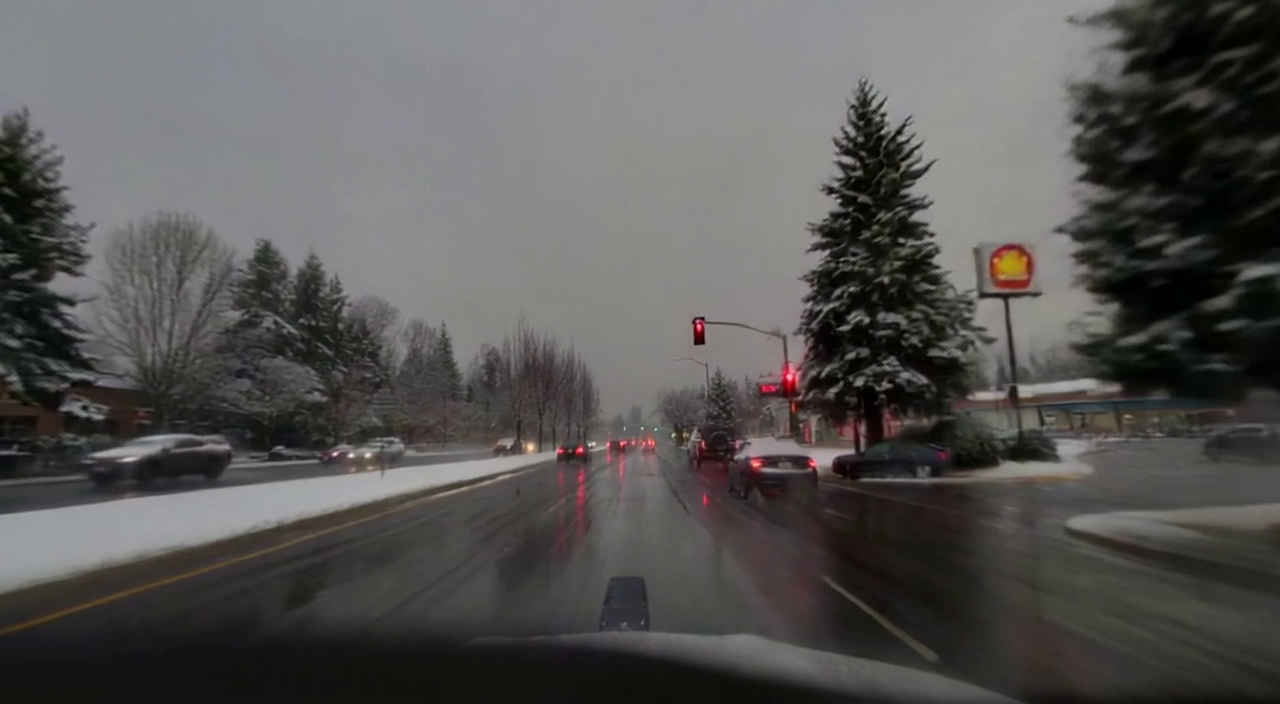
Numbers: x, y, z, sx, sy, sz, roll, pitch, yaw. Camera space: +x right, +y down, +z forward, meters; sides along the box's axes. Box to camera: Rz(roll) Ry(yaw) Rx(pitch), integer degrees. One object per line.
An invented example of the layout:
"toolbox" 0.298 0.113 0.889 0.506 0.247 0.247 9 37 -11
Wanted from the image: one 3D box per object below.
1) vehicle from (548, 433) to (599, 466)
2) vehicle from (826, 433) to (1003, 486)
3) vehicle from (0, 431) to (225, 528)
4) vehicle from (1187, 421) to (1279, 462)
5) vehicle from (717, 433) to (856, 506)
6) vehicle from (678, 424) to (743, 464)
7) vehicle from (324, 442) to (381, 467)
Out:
"vehicle" -3.568 5.360 34.761 2.250 1.713 4.422 0 -8 1
"vehicle" 7.954 3.158 18.753 4.514 1.425 1.937 -2 -8 14
"vehicle" -11.404 2.510 13.249 2.004 1.509 4.932 -2 -6 1
"vehicle" 24.046 3.459 24.337 1.921 1.463 4.380 1 -8 0
"vehicle" 3.263 2.713 15.147 2.095 1.475 4.686 0 -8 -1
"vehicle" 4.005 5.456 37.456 3.245 2.199 6.295 0 -8 1
"vehicle" -21.093 7.540 46.520 1.957 1.702 4.544 0 -8 2
